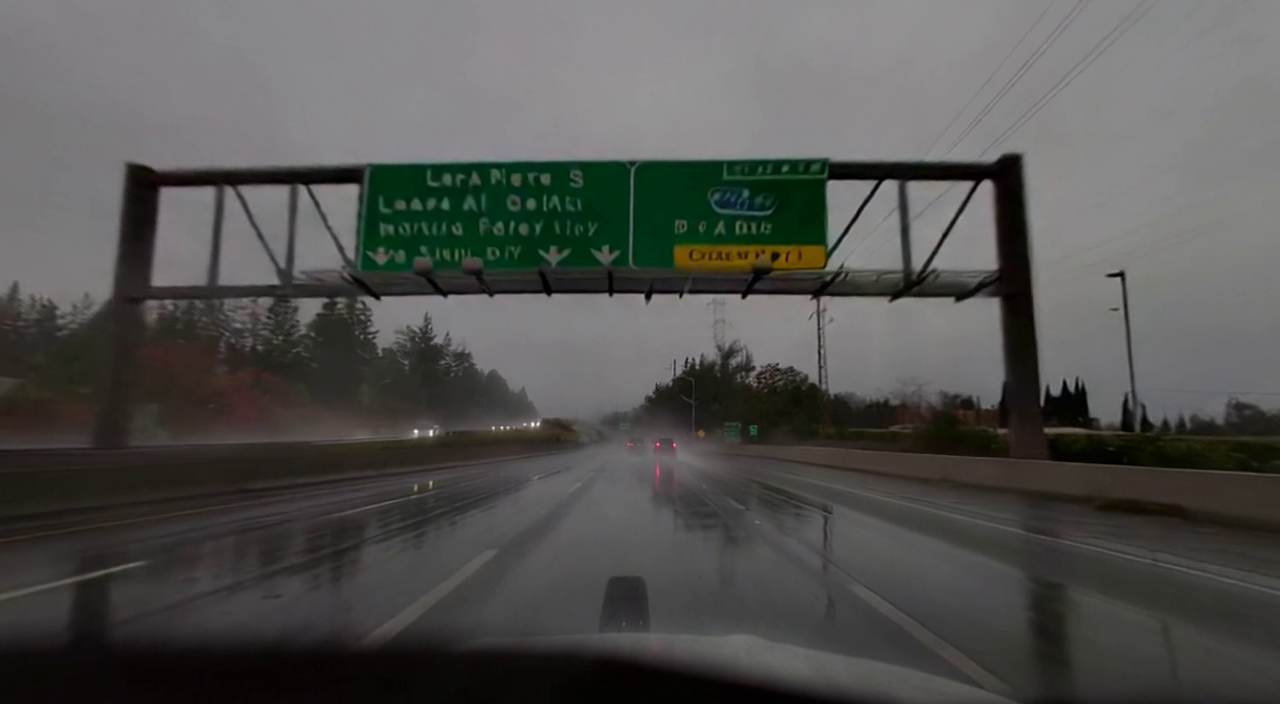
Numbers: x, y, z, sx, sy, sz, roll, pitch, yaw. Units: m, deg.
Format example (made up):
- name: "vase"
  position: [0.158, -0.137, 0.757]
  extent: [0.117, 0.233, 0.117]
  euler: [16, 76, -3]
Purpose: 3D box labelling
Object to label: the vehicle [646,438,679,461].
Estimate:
- name: "vehicle"
  position: [1.498, 6.651, 43.110]
  extent: [2.036, 1.486, 4.375]
  euler: [0, -8, -1]
